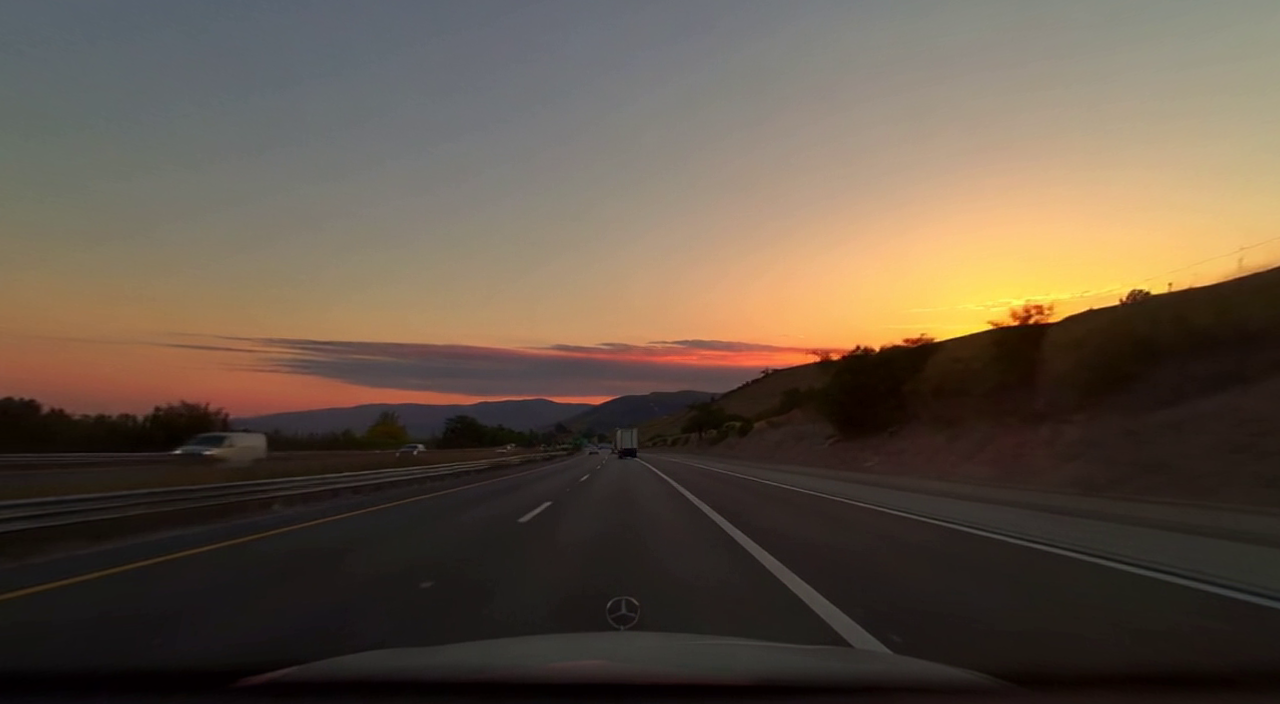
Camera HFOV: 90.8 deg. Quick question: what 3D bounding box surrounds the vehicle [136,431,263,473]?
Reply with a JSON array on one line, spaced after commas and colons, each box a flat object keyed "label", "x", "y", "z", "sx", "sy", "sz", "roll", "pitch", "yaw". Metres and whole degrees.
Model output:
[{"label": "vehicle", "x": -17.632, "y": 4.047, "z": 25.564, "sx": 1.888, "sy": 1.530, "sz": 4.430, "roll": 0, "pitch": -9, "yaw": 0}]
